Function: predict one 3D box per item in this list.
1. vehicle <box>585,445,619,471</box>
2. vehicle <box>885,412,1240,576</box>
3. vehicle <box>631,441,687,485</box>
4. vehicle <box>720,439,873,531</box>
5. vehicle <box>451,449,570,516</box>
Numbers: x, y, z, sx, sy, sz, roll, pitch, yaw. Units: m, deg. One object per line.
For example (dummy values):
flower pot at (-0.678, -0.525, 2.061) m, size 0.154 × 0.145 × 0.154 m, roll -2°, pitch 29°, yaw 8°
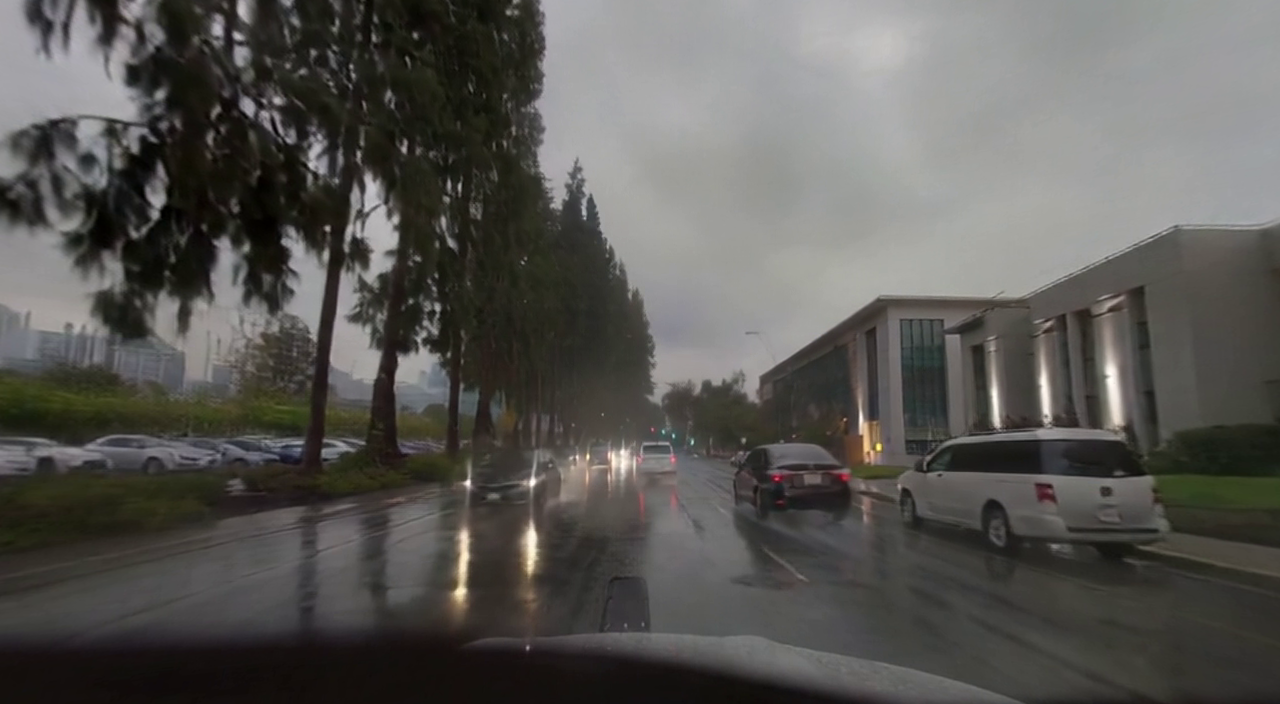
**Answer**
vehicle at (-2.596, 7.365, 44.174) m, size 2.065 × 1.708 × 4.311 m, roll 0°, pitch -9°, yaw 1°
vehicle at (5.661, 1.942, 9.454) m, size 2.059 × 1.813 × 4.637 m, roll 0°, pitch -9°, yaw 0°
vehicle at (0.741, 4.498, 25.890) m, size 2.105 × 1.653 × 3.887 m, roll 0°, pitch -9°, yaw 1°
vehicle at (2.938, 2.578, 12.862) m, size 1.991 × 1.536 × 4.116 m, roll 0°, pitch -9°, yaw -1°
vehicle at (-3.017, 3.144, 15.720) m, size 1.997 × 1.415 × 4.195 m, roll 0°, pitch -9°, yaw 1°
